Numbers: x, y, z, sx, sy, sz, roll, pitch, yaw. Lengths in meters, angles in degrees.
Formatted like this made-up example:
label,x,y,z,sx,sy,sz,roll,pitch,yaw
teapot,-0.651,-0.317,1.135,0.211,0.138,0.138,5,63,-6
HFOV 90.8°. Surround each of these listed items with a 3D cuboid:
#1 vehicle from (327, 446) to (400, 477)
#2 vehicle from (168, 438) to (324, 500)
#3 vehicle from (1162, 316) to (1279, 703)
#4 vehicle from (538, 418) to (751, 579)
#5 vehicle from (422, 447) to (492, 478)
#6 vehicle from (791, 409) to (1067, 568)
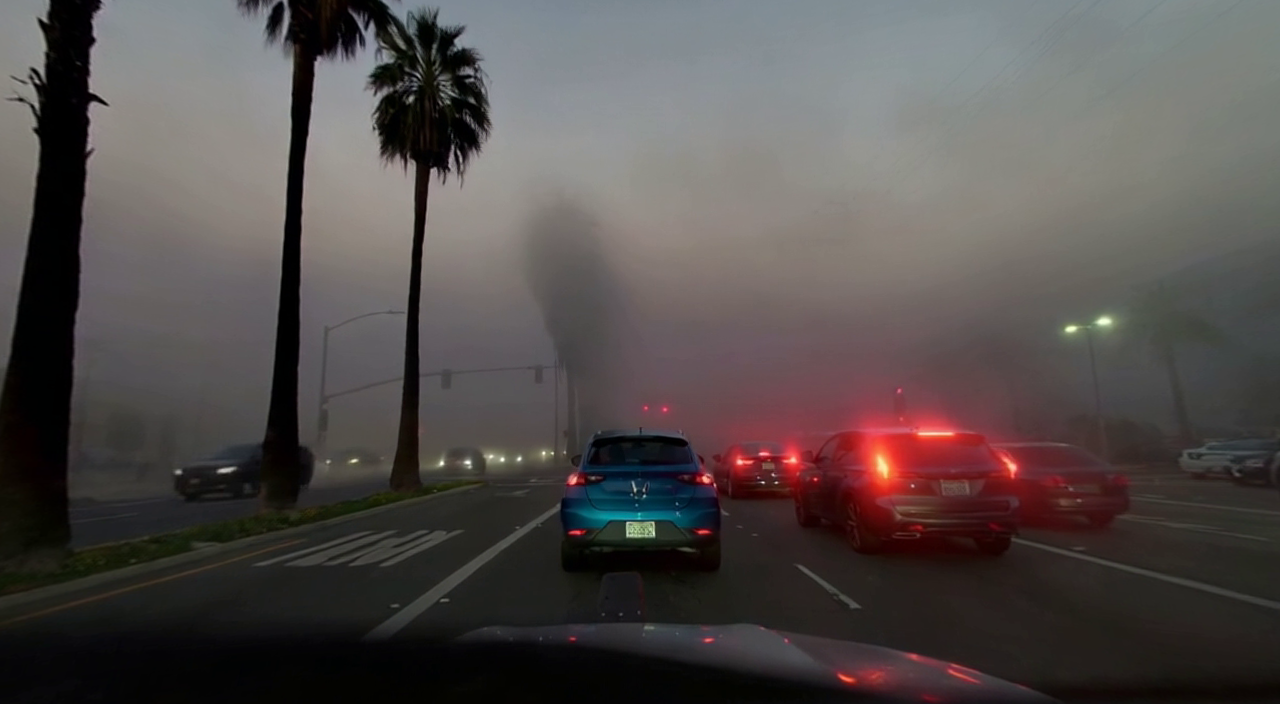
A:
label,x,y,z,sx,sy,sz,roll,pitch,yaw
vehicle,-16.335,6.493,37.684,2.167,1.737,4.824,0,-9,0
vehicle,-12.580,3.744,20.625,2.180,1.776,4.521,0,-9,0
vehicle,3.400,0.461,0.168,2.171,1.806,5.058,0,-9,0
vehicle,0.033,1.747,8.273,2.083,1.572,4.021,0,-9,0
vehicle,-9.182,5.554,32.112,2.168,1.462,4.505,0,-9,1
vehicle,3.662,1.810,9.047,1.947,1.725,4.159,0,-9,0
